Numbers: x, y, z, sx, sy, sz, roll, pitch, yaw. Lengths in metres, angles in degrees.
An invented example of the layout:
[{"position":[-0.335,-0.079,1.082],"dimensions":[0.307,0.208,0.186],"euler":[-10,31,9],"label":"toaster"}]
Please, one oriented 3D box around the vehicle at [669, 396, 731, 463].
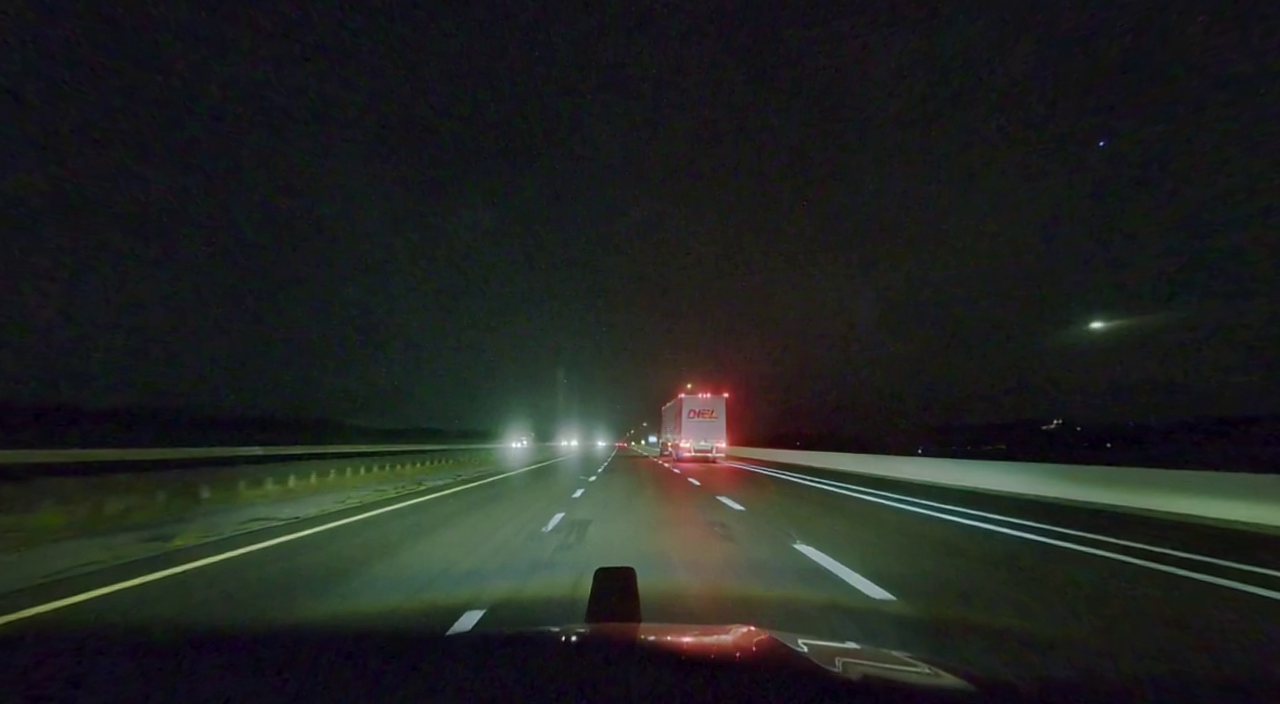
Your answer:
[{"position":[3.768,5.197,41.709],"dimensions":[2.880,3.918,8.254],"euler":[0,-8,-3],"label":"vehicle"}]
